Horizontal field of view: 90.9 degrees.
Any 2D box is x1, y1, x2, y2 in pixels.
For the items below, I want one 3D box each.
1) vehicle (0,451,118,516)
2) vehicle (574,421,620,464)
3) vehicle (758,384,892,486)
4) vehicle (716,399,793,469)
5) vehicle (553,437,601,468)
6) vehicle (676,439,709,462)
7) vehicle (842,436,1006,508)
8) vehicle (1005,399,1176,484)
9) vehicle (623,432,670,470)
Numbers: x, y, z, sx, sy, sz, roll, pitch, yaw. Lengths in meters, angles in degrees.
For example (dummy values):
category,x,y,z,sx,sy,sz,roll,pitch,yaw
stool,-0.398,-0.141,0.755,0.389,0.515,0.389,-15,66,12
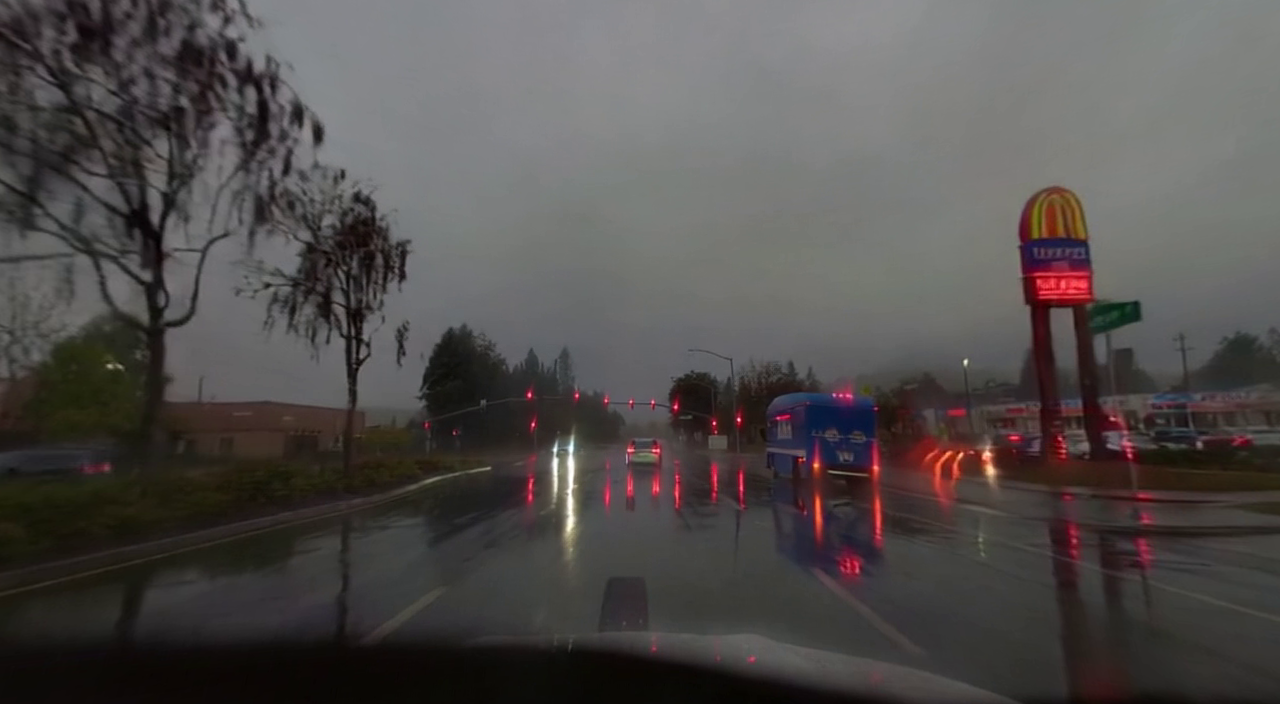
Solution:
category,x,y,z,sx,sy,sz,roll,pitch,yaw
vehicle,-15.757,3.209,15.606,1.836,1.464,4.440,-1,-8,1
vehicle,-2.975,6.472,45.184,2.715,2.791,7.171,-1,-8,1
vehicle,6.870,3.332,24.954,2.891,3.361,7.843,-1,-8,0
vehicle,6.990,5.349,40.183,2.816,3.804,10.315,-2,-9,0
vehicle,-3.324,5.411,34.057,2.008,1.500,4.369,-1,-8,1
vehicle,3.723,7.061,45.229,2.075,1.540,4.411,-1,-8,1
vehicle,6.729,2.878,15.641,1.980,1.473,4.537,-1,-8,1
vehicle,13.758,2.723,19.155,5.354,2.214,2.504,6,-11,-36
vehicle,0.349,4.957,31.648,2.209,1.718,4.008,-1,-8,1
